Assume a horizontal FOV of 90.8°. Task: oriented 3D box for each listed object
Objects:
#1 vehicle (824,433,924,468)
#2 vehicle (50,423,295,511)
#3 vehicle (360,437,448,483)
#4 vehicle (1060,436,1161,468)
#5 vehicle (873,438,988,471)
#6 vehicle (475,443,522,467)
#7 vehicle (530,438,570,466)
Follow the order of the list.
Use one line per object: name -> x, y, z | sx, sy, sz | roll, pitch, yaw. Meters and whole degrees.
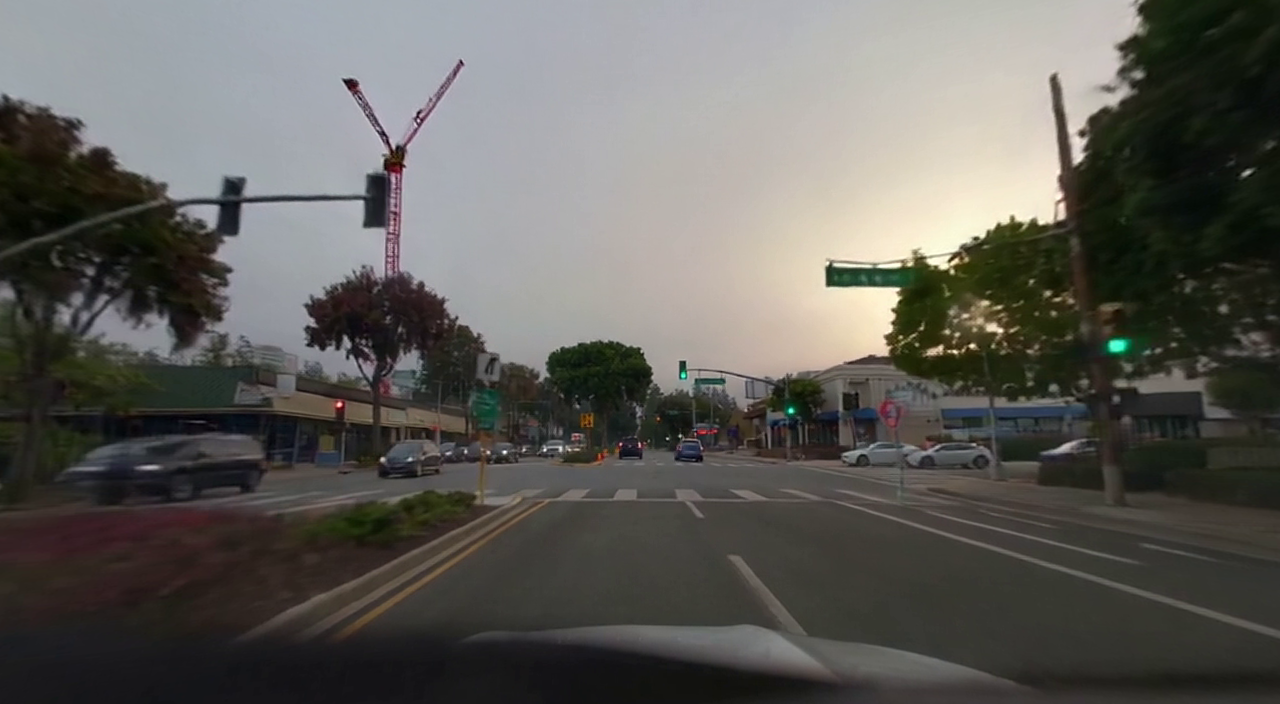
vehicle -> 12.610, 5.343, 34.315 | 4.641, 1.772, 2.080 | -1, -9, 6
vehicle -> -12.051, 3.009, 17.077 | 2.249, 1.952, 5.746 | 0, -8, 0
vehicle -> -9.105, 4.196, 24.767 | 1.918, 1.640, 3.971 | 0, -8, 0
vehicle -> 22.417, 4.747, 30.117 | 3.995, 1.463, 1.862 | 3, -9, -20
vehicle -> 13.757, 4.871, 30.138 | 4.506, 1.479, 1.924 | 0, -8, 1
vehicle -> -9.059, 6.655, 40.921 | 2.067, 1.460, 4.290 | 0, -8, 0
vehicle -> -5.990, 6.669, 42.432 | 1.983, 1.715, 4.466 | -2, -8, 0
